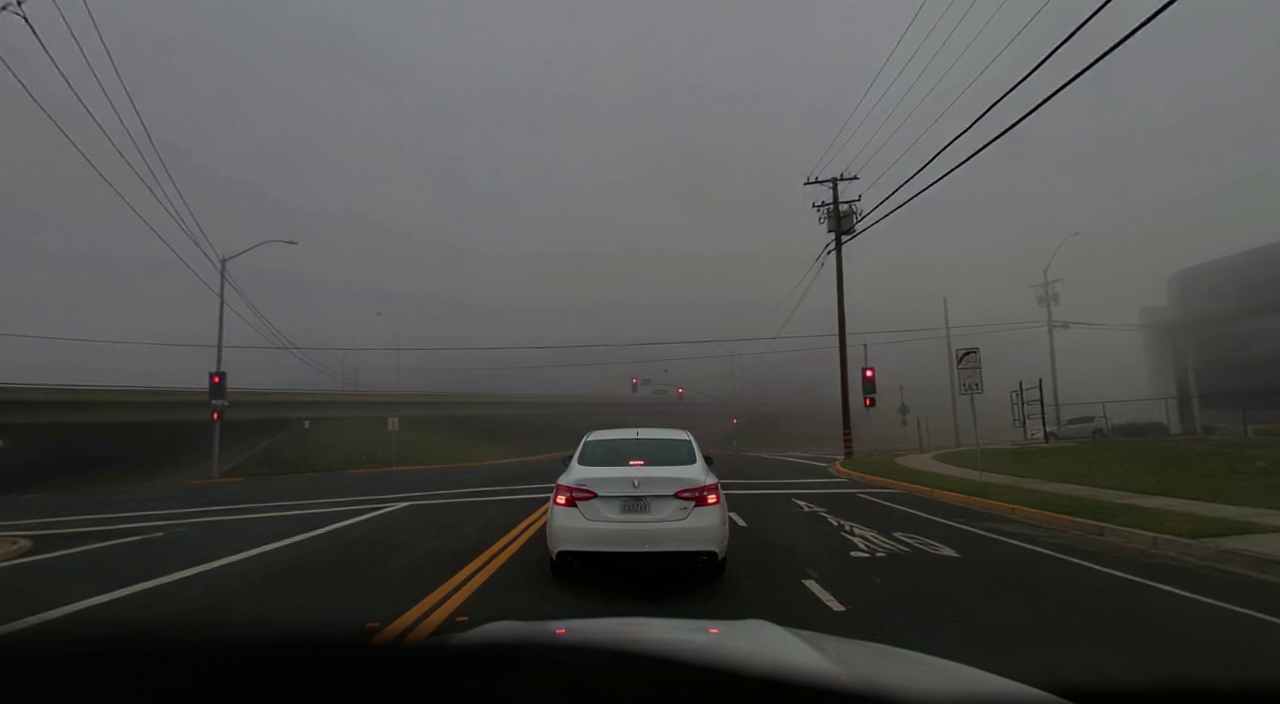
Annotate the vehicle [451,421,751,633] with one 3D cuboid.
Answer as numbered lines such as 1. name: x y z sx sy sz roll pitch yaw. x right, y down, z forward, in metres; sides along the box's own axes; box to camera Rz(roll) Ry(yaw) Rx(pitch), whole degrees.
1. vehicle: -0.236 1.530 6.482 2.090 1.458 4.033 -1 -9 1
